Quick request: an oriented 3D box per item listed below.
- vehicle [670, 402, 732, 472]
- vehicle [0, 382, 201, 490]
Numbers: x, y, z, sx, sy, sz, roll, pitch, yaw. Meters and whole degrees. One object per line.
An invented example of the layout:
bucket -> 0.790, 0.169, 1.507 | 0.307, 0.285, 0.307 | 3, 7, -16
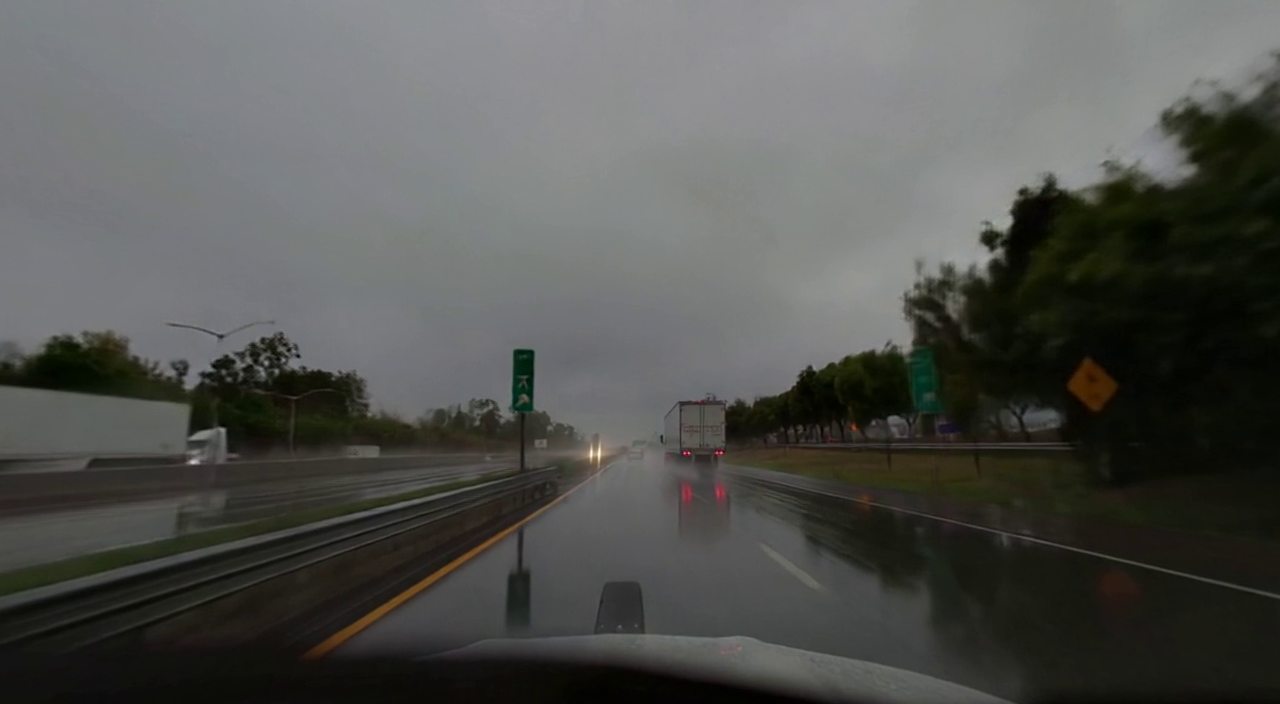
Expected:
vehicle -> 3.940, 6.021, 43.875 | 3.185, 4.154, 12.638 | 0, -9, 0
vehicle -> -26.300, 3.868, 28.351 | 2.937, 4.143, 13.793 | 1, -9, 0
